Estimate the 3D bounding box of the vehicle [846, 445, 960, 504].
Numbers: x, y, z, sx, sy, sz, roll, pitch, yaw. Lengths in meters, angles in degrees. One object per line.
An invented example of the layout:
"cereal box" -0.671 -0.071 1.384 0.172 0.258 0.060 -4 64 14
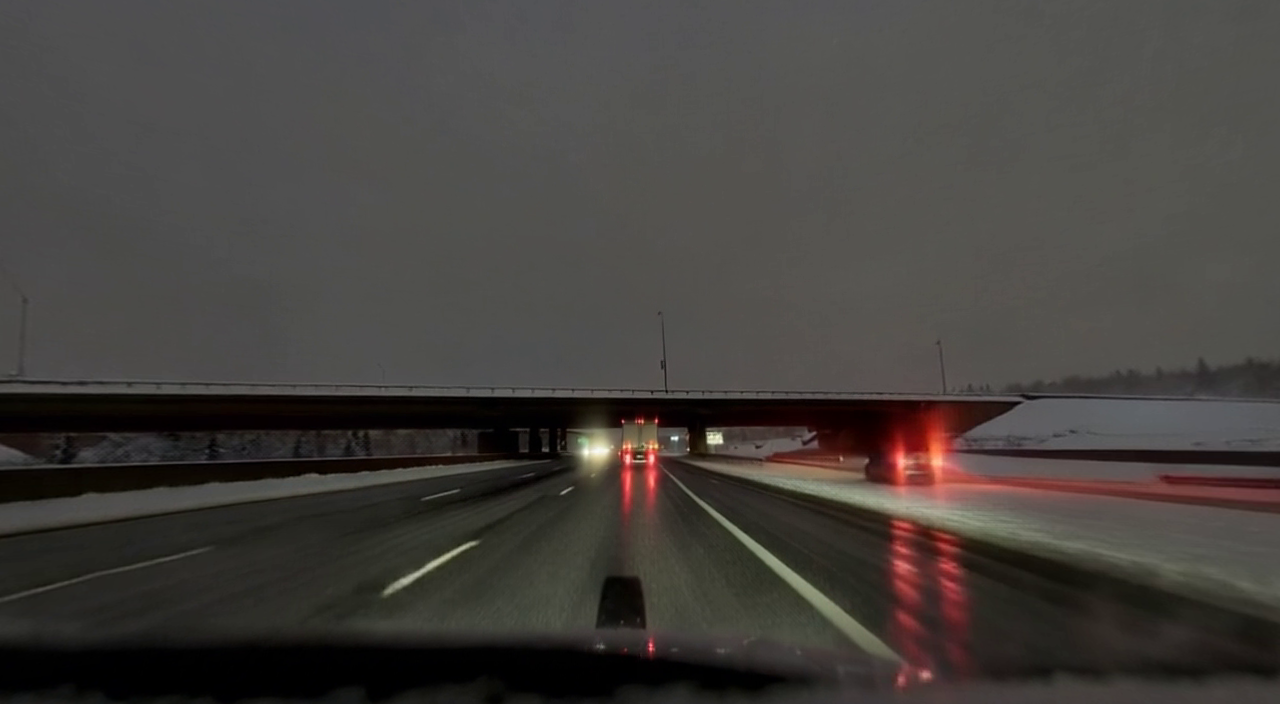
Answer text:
"vehicle" 7.297 3.410 17.897 1.660 1.497 3.594 0 -9 1
